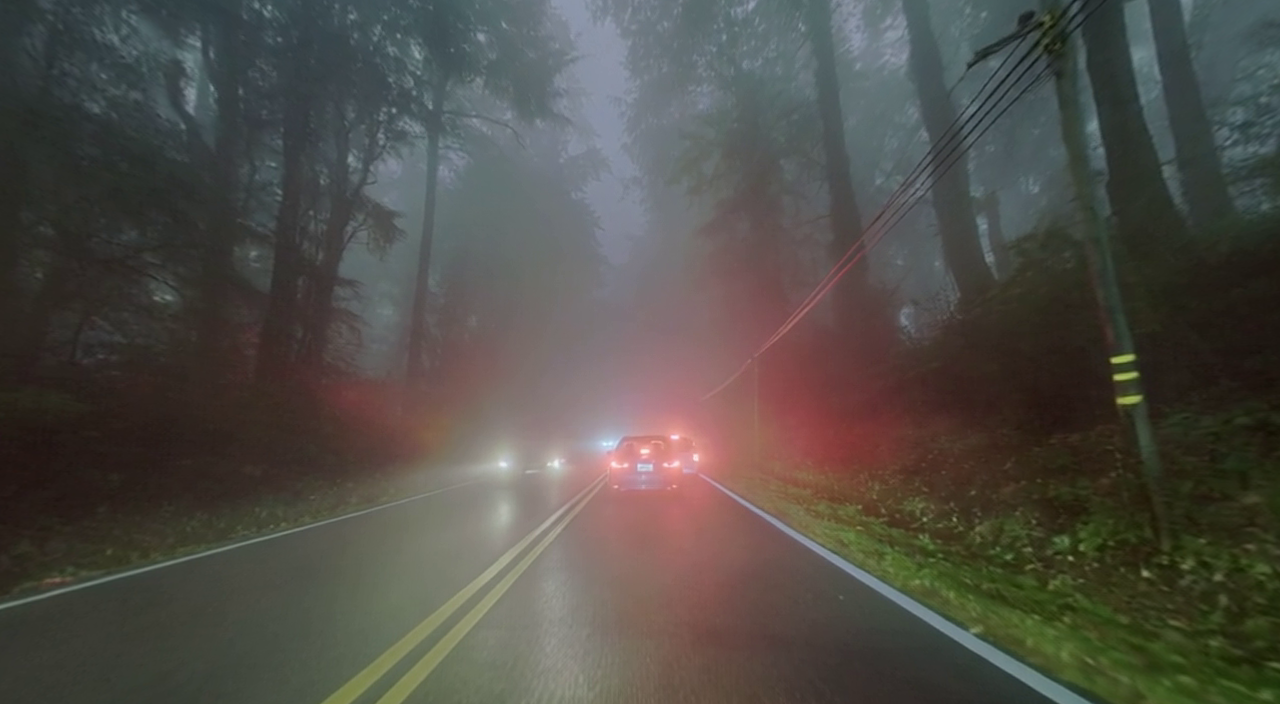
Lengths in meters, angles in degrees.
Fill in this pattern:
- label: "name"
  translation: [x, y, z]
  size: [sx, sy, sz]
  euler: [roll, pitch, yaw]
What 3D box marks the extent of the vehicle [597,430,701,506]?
- label: "vehicle"
  translation: [0.166, 2.607, 14.576]
  size: [2.081, 1.503, 3.726]
  euler: [0, -8, -1]
